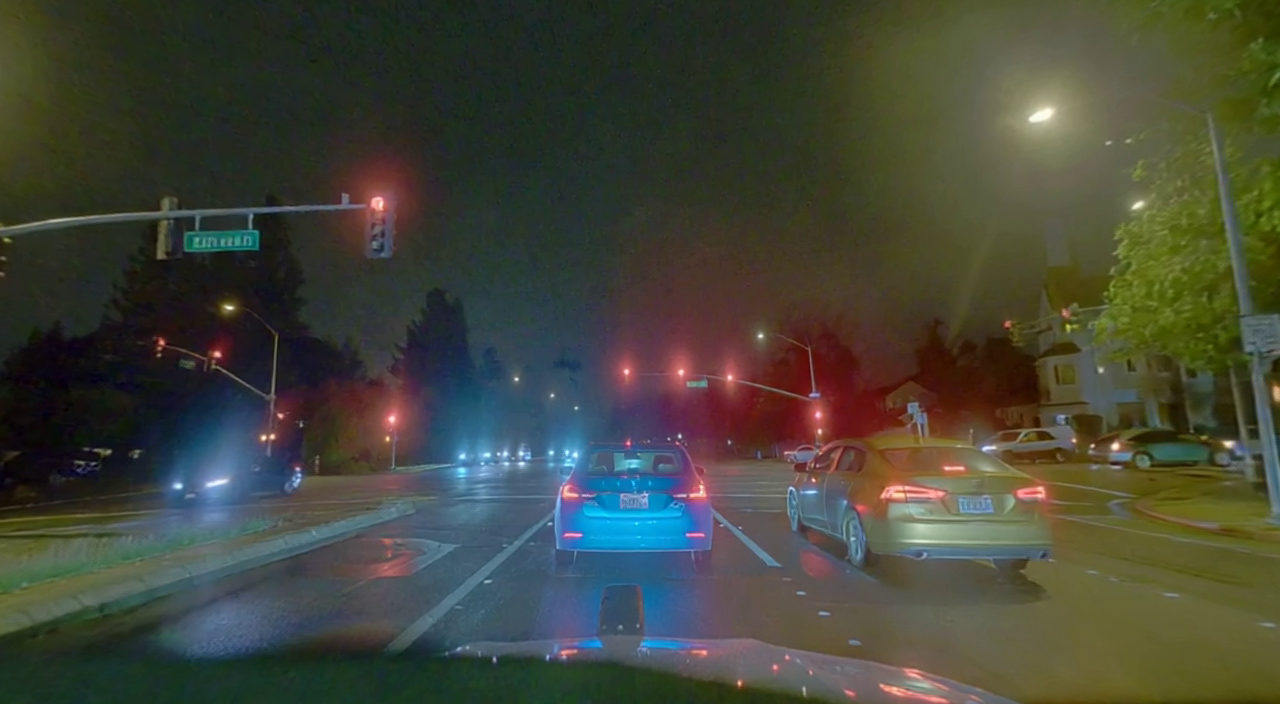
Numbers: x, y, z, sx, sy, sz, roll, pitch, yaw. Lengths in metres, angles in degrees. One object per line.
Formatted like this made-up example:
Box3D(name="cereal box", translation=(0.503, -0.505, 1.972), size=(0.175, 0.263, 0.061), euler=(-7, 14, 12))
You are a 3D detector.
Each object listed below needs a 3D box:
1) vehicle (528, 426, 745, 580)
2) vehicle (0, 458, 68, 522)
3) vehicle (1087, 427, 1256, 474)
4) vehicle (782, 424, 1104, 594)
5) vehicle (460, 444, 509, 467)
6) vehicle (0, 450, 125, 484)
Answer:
Box3D(name="vehicle", translation=(-0.056, 1.777, 8.258), size=(2.103, 1.478, 4.073), euler=(0, -8, -1))
Box3D(name="vehicle", translation=(-18.065, 3.920, 18.247), size=(2.132, 1.491, 4.592), euler=(4, -9, -43))
Box3D(name="vehicle", translation=(22.601, 4.208, 27.074), size=(5.073, 1.916, 2.290), euler=(0, -8, 2))
Box3D(name="vehicle", translation=(3.181, 1.714, 7.763), size=(1.913, 1.505, 4.097), euler=(0, -8, 0))
Box3D(name="vehicle", translation=(-11.083, 7.406, 45.361), size=(2.102, 1.531, 5.072), euler=(0, -8, 2))
Box3D(name="vehicle", translation=(-28.419, 5.621, 31.044), size=(4.538, 1.591, 1.949), euler=(0, -8, 2))
